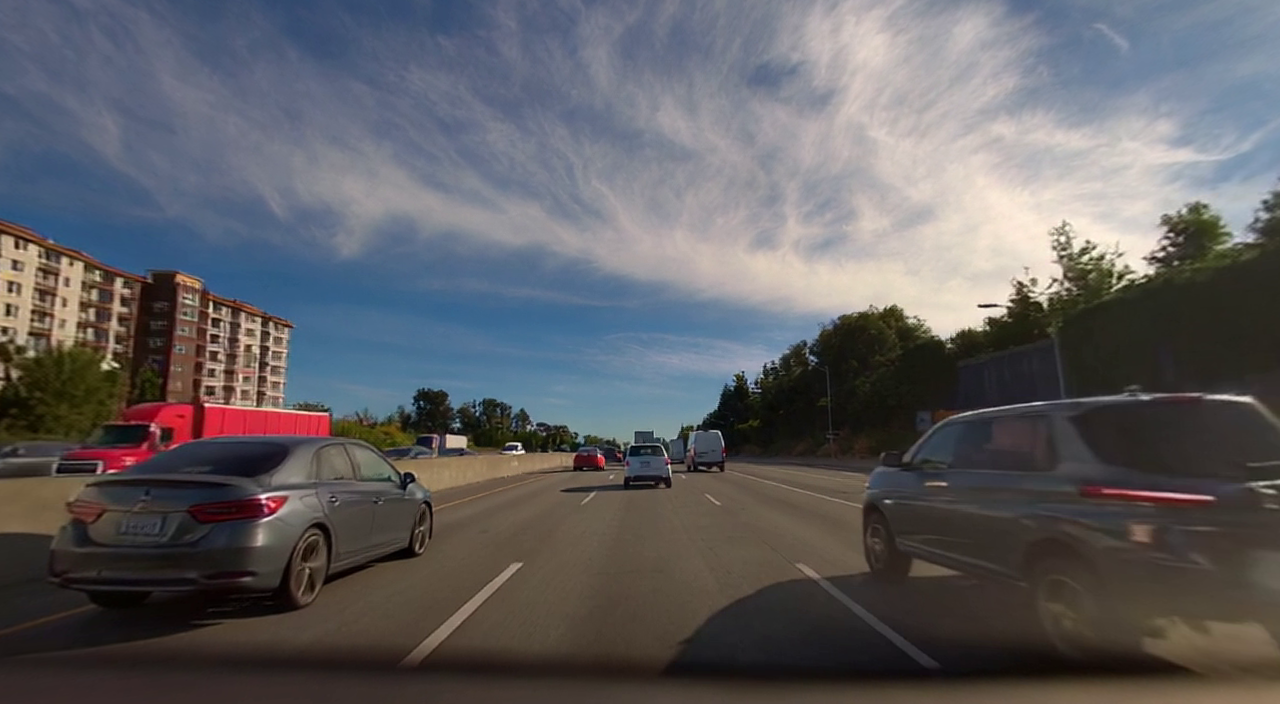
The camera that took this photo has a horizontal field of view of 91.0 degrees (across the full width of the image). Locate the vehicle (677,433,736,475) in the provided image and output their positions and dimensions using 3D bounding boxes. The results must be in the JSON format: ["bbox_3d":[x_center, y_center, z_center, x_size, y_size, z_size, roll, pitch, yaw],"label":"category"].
[{"bbox_3d":[3.508,5.547,34.370,2.460,2.086,5.576,0,-9,-1],"label":"vehicle"}]

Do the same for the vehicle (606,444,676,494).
[{"bbox_3d":[0.034,3.757,20.593,2.053,1.461,3.941,0,-9,0],"label":"vehicle"}]

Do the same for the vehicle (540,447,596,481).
[{"bbox_3d":[-3.298,5.194,29.506,2.062,1.459,4.365,0,-9,1],"label":"vehicle"}]

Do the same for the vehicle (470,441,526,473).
[{"bbox_3d":[-8.358,6.220,37.407,2.168,1.749,4.698,0,-9,1],"label":"vehicle"}]

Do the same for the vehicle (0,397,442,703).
[{"bbox_3d":[-3.353,1.352,5.243,1.956,1.602,4.258,0,-9,1],"label":"vehicle"}]

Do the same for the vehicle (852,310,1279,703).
[{"bbox_3d":[3.397,1.020,4.050,2.196,1.773,5.352,0,-9,0],"label":"vehicle"}]

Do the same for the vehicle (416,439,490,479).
[{"bbox_3d":[-8.915,5.134,30.516,2.187,1.776,4.518,0,-9,0],"label":"vehicle"}]
